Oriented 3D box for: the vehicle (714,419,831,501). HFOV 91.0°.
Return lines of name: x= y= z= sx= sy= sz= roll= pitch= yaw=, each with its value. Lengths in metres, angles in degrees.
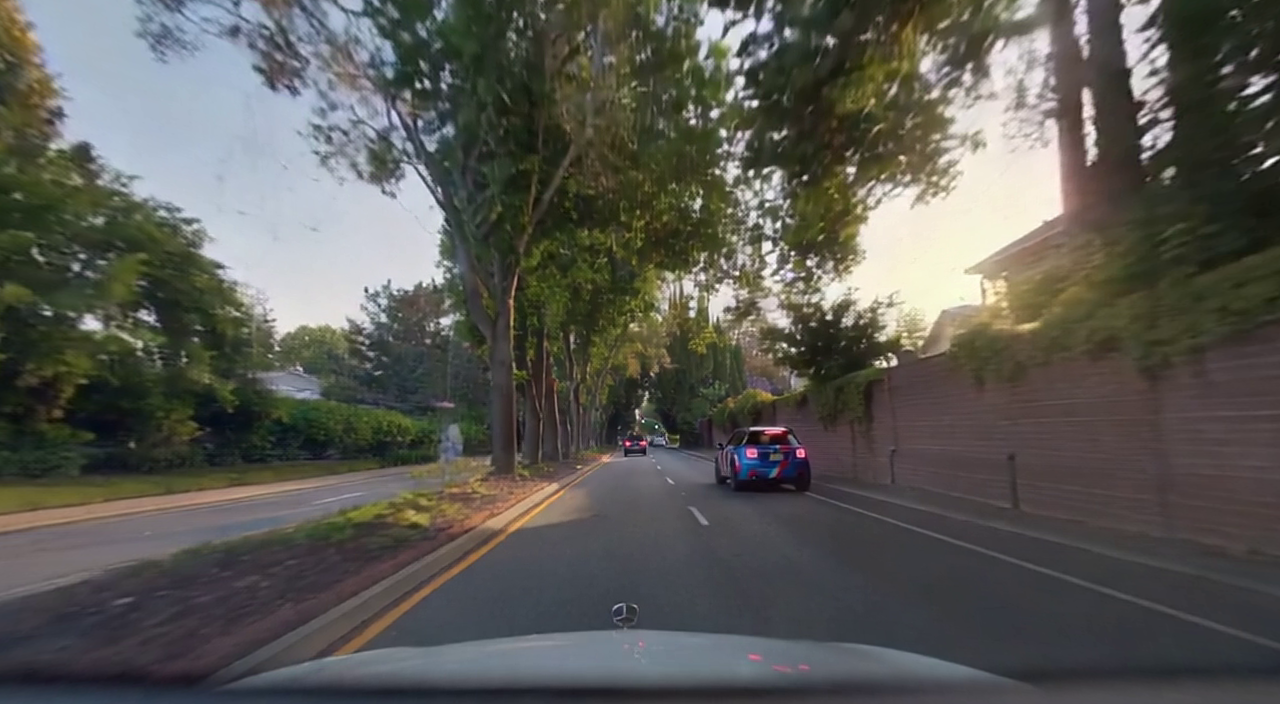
vehicle: x=3.029 y=2.575 z=15.357 sx=1.840 sy=1.709 sz=4.202 roll=0 pitch=-8 yaw=-2
